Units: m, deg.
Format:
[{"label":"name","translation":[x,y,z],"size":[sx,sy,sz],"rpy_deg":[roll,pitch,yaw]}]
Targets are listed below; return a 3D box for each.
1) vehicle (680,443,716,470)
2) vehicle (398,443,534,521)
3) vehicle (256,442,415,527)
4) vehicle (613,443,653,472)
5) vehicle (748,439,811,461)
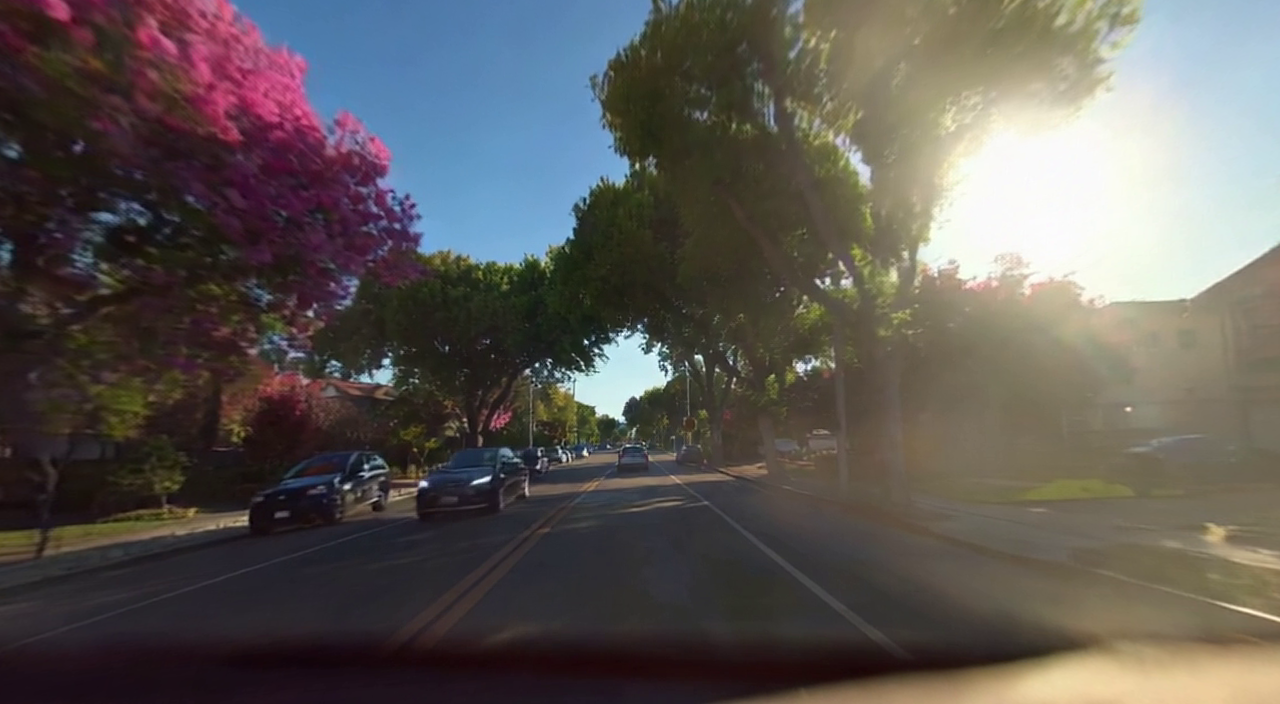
[{"label":"vehicle","translation":[3.795,6.886,41.606],"size":[1.895,1.640,4.090],"rpy_deg":[0,-9,-1]},{"label":"vehicle","translation":[-3.854,2.934,14.829],"size":[2.022,1.534,4.320],"rpy_deg":[0,-8,-1]},{"label":"vehicle","translation":[-7.675,3.401,16.478],"size":[2.022,1.795,4.337],"rpy_deg":[-3,-10,0]},{"label":"vehicle","translation":[-0.393,5.861,35.235],"size":[2.104,1.500,3.815],"rpy_deg":[0,-8,-1]},{"label":"vehicle","translation":[10.929,7.723,49.584],"size":[4.467,1.727,2.009],"rpy_deg":[0,-9,-1]}]
